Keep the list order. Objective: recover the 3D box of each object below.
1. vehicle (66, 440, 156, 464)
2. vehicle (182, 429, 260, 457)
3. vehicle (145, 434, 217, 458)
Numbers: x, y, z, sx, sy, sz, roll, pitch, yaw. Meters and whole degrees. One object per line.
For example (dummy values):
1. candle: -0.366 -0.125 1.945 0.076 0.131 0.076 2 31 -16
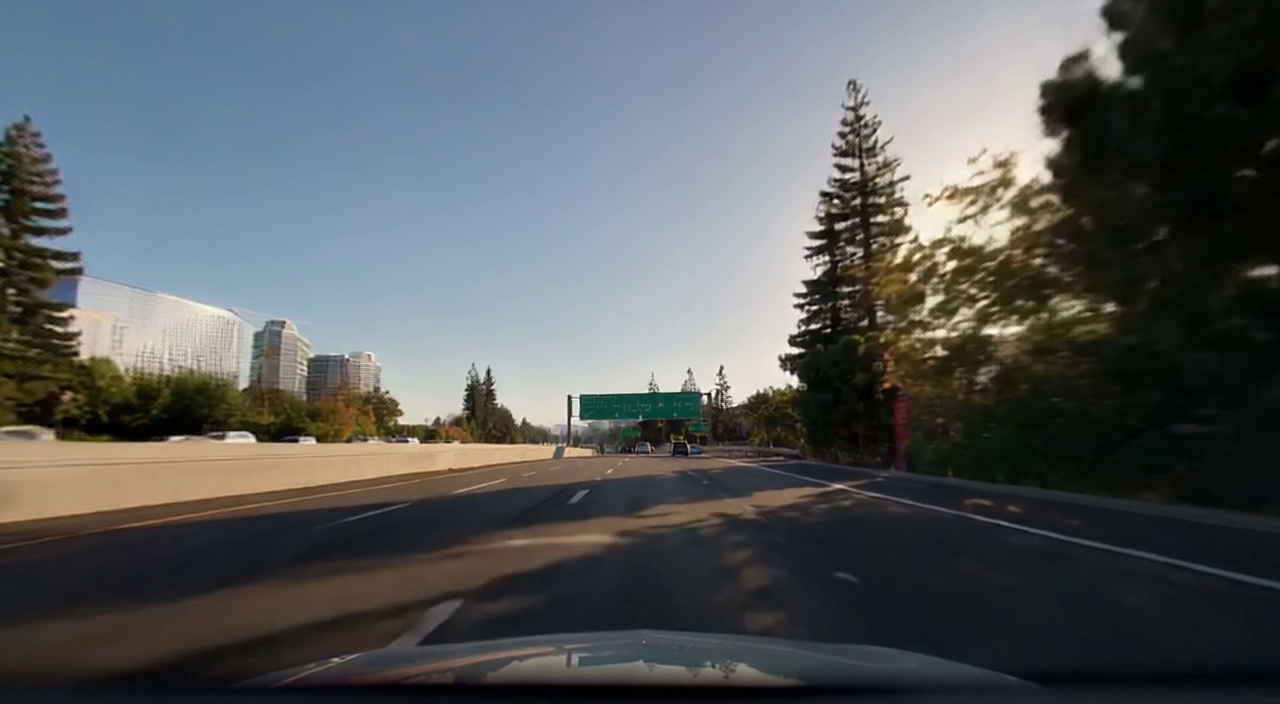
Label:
1. vehicle: -33.861 6.417 40.527 1.702 1.418 4.680 -1 -8 0
2. vehicle: -26.397 5.749 39.898 1.924 1.655 4.406 -1 -8 -1
3. vehicle: -30.033 6.176 41.395 1.752 1.503 3.977 -1 -8 0
